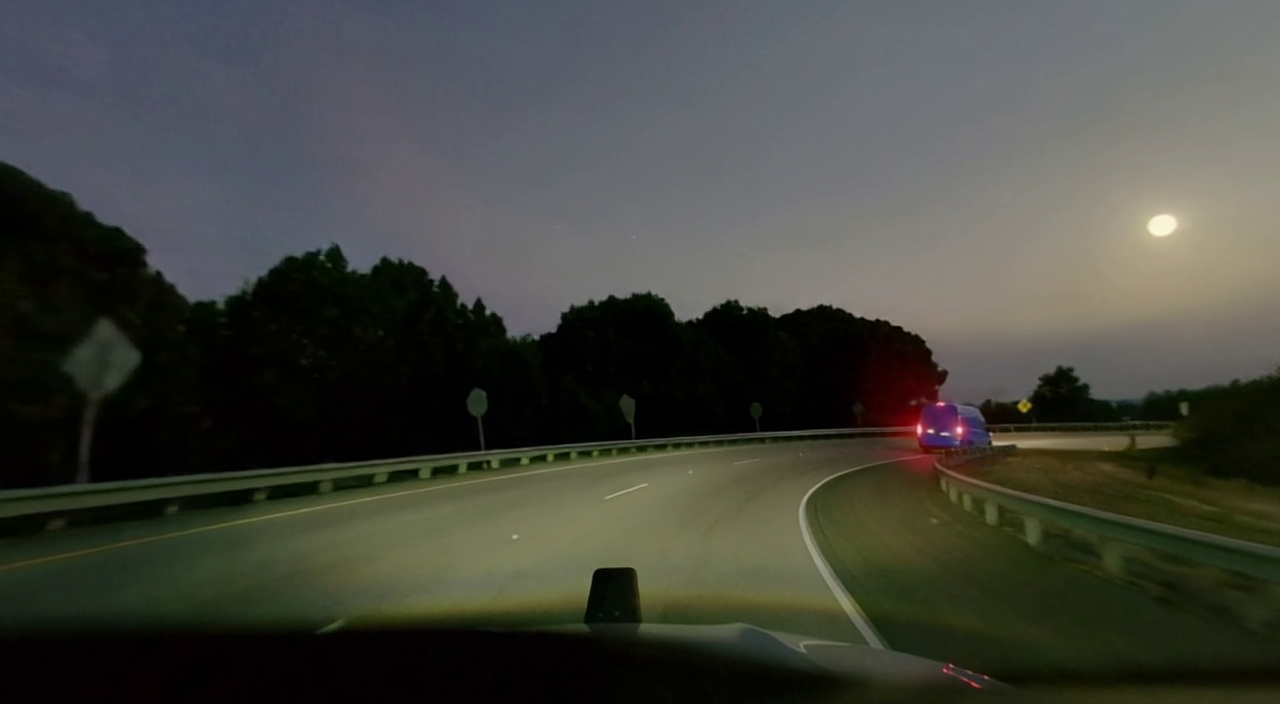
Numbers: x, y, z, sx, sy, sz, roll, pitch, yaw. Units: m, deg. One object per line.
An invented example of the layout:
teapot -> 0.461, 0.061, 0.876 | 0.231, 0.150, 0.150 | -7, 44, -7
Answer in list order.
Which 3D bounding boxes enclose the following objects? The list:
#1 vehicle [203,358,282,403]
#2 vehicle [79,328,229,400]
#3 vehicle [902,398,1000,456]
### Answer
vehicle -> -29.507, 2.201, 47.042 | 2.613, 2.825, 6.081 | 0, -8, -9
vehicle -> -29.198, 0.961, 38.563 | 2.864, 3.410, 8.882 | 0, -8, -6
vehicle -> 15.389, 3.718, 31.036 | 5.330, 2.577, 2.352 | 7, -10, -41
